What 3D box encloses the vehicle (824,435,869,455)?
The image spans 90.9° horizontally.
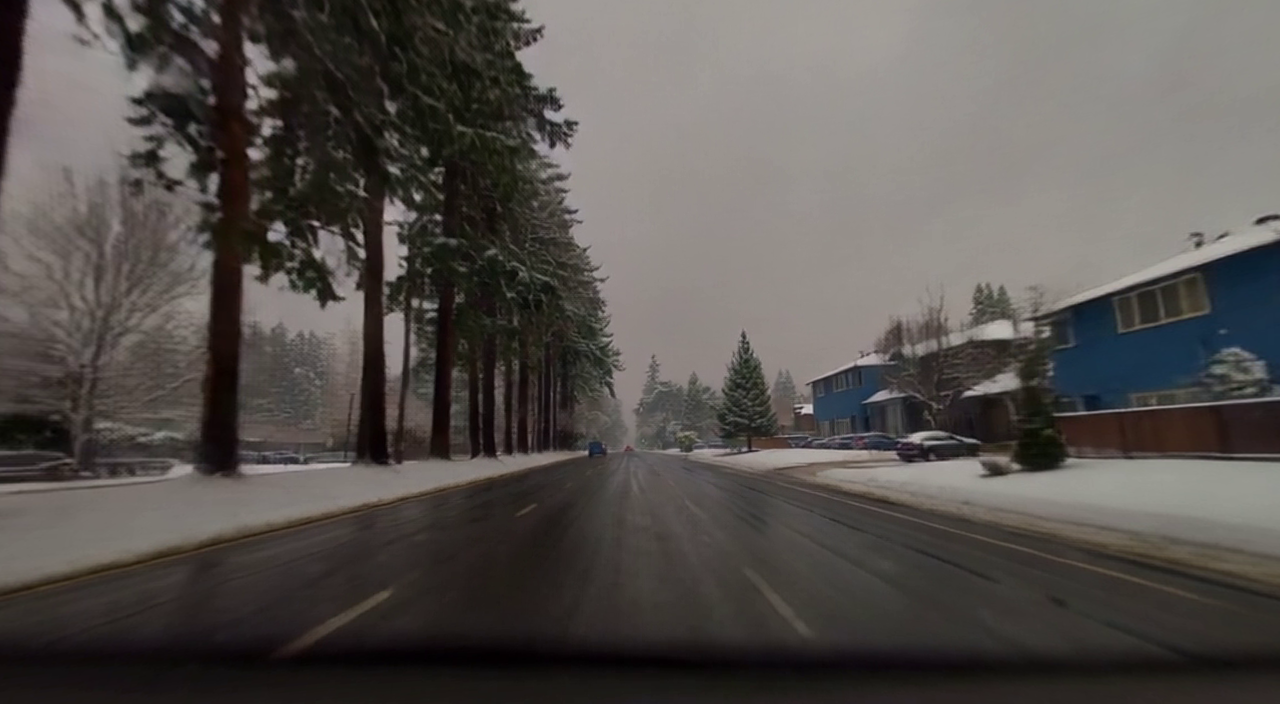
[{"bbox_3d":[16.050,7.298,49.295,1.968,1.511,4.497,0,-9,0],"label":"vehicle"}]

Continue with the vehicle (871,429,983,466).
[{"bbox_3d":[12.450,4.144,27.285,4.630,1.461,1.817,4,-9,-26],"label":"vehicle"}]
